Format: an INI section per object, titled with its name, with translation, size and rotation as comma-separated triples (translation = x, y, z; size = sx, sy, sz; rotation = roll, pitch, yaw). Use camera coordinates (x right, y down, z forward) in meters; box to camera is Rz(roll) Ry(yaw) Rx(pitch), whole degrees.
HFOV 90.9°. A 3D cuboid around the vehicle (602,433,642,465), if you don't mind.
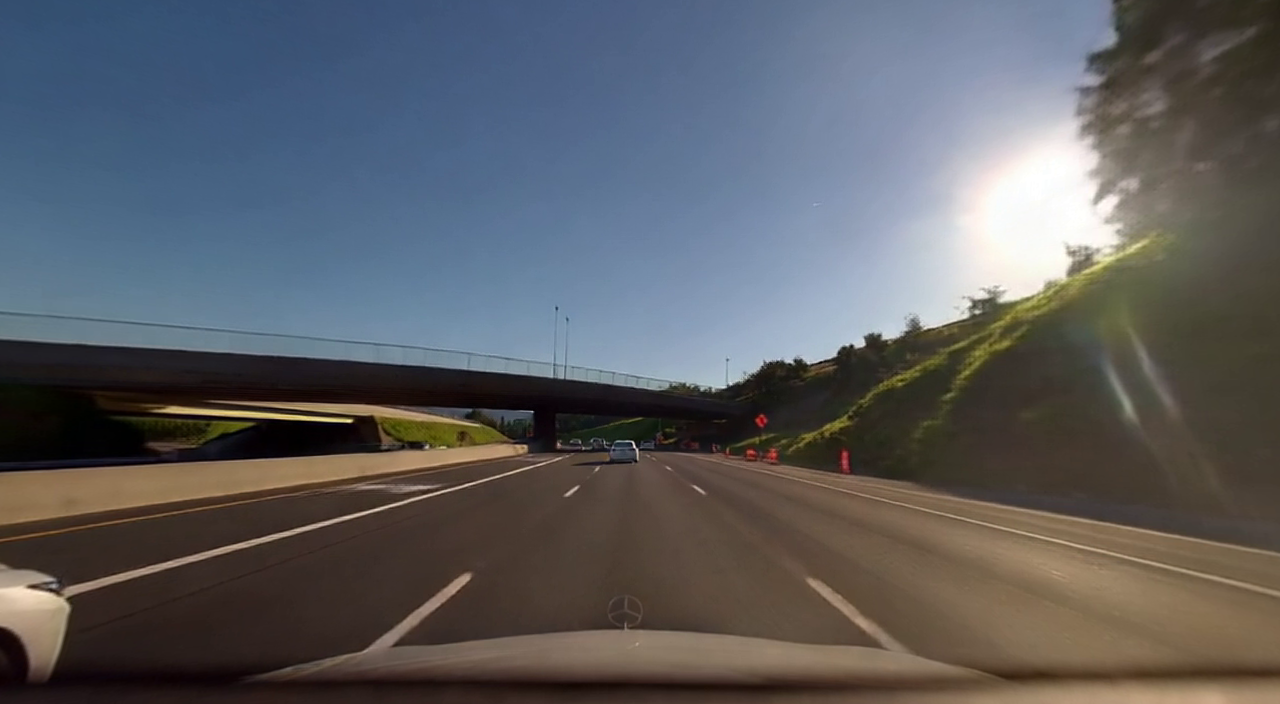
[vehicle]
translation = -1.181, 6.011, 39.247
size = 2.328, 1.805, 4.502
rotation = 0, -8, -3
